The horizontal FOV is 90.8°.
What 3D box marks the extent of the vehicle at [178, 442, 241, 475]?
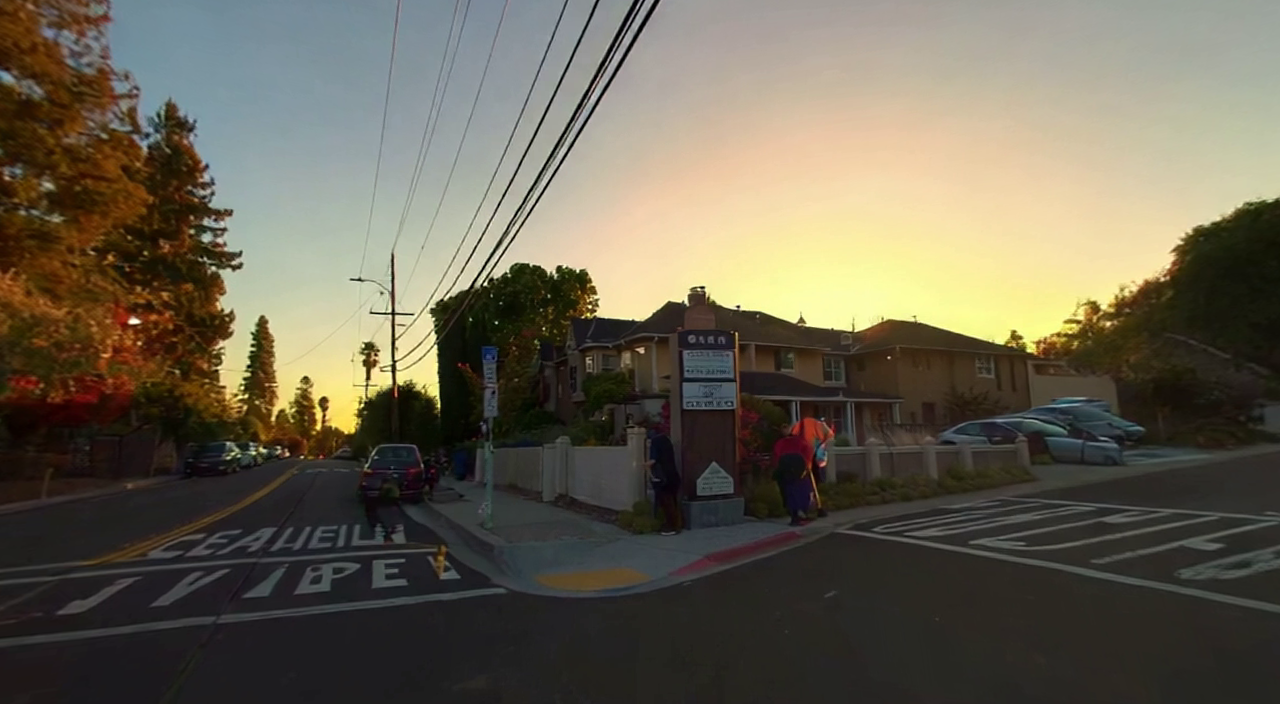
[{"bbox_3d":[-25.553,6.286,37.672,2.203,1.787,4.704,3,-9,-24],"label":"vehicle"}]
